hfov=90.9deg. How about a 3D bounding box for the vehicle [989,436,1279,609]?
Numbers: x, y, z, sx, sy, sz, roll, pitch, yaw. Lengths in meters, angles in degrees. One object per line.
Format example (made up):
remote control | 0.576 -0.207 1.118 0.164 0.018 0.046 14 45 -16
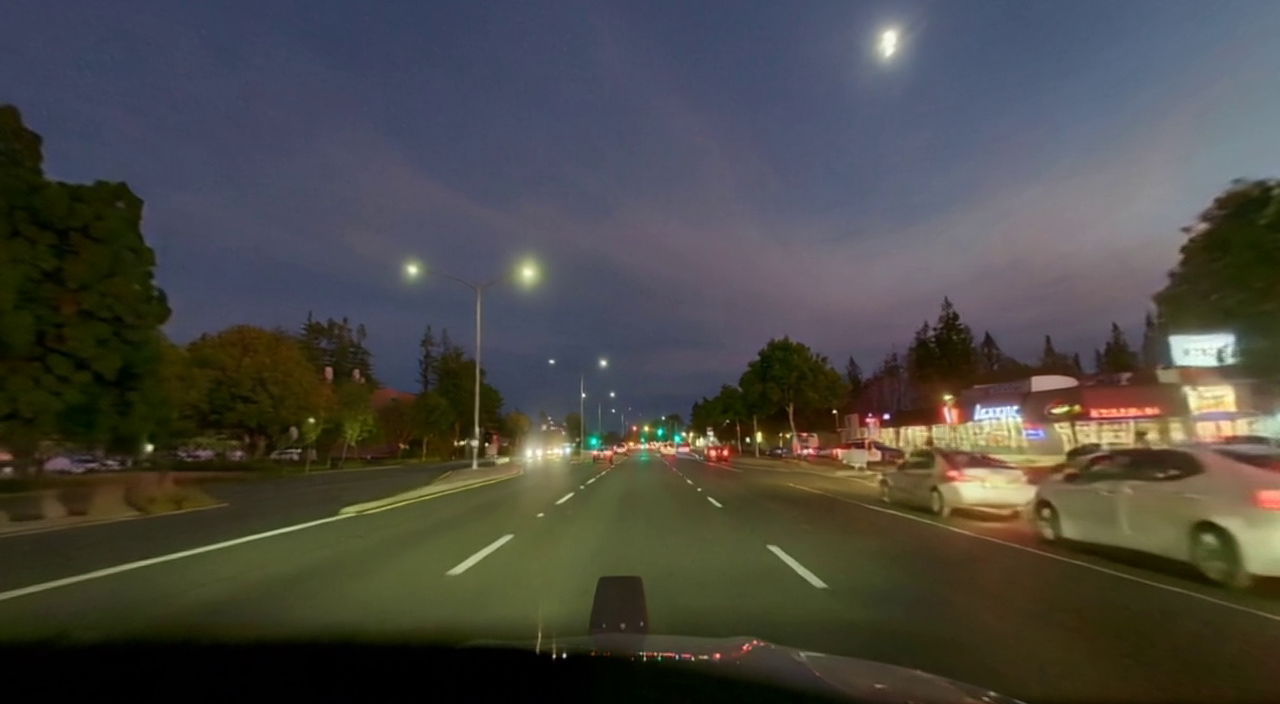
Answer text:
vehicle | 6.589 1.825 7.679 1.869 1.516 4.767 0 -9 -1

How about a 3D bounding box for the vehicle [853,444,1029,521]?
vehicle | 6.692 2.908 14.704 1.923 1.482 4.558 0 -9 1

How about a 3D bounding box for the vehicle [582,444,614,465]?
vehicle | -3.022 7.498 46.286 2.005 1.446 4.265 0 -9 1
